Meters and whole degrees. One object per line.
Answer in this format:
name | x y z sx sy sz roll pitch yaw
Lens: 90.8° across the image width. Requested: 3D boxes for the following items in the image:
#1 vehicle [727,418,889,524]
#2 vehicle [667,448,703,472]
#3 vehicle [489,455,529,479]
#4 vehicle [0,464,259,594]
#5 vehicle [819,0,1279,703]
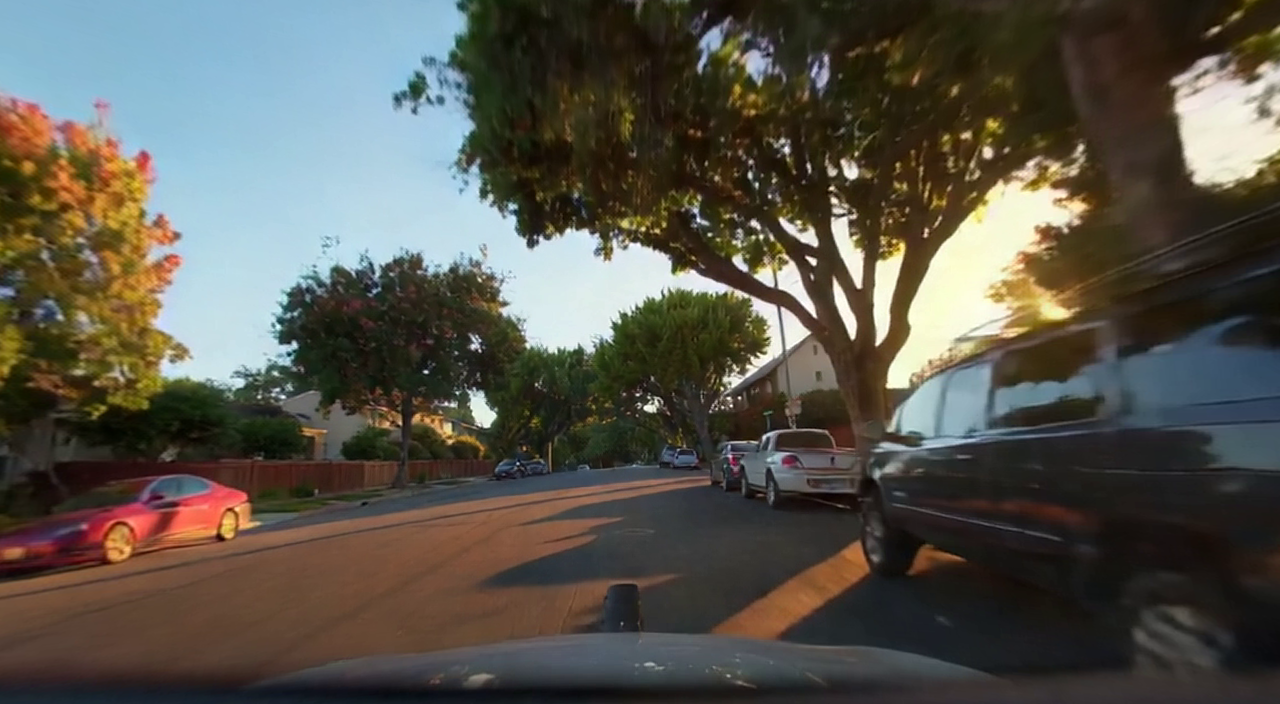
vehicle | 3.120 2.334 12.868 1.928 1.751 4.537 0 -9 -1
vehicle | 2.951 7.218 42.417 1.927 1.529 4.144 0 -9 -3
vehicle | -8.753 7.703 42.480 1.937 1.427 4.510 0 -9 -3
vehicle | -8.431 2.745 10.401 1.839 1.384 4.124 -7 -7 -2
vehicle | 3.152 0.570 3.961 2.388 2.604 6.241 0 -9 2
